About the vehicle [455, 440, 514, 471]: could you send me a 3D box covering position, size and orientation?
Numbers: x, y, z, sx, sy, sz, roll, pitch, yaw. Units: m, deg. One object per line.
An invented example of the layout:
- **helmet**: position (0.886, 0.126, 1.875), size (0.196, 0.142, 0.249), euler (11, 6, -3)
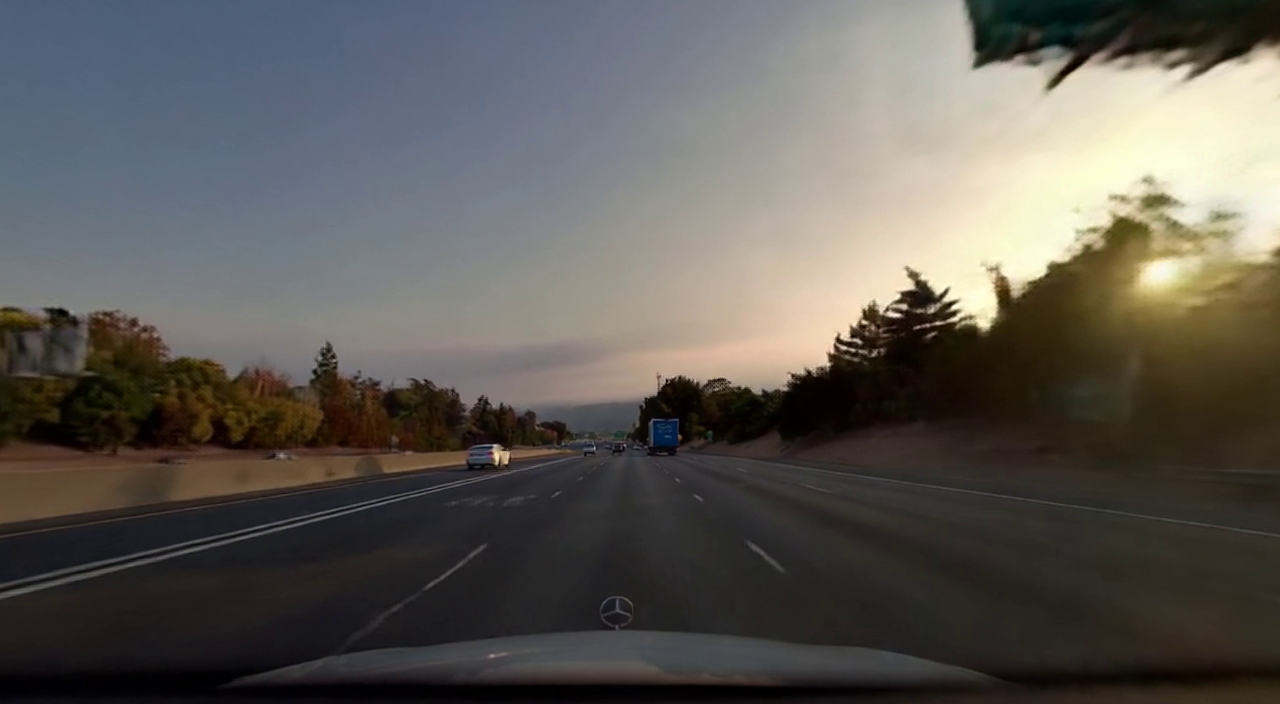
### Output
- **vehicle**: position (-8.157, 5.483, 33.575), size (2.033, 1.494, 4.508), euler (0, -9, 0)
